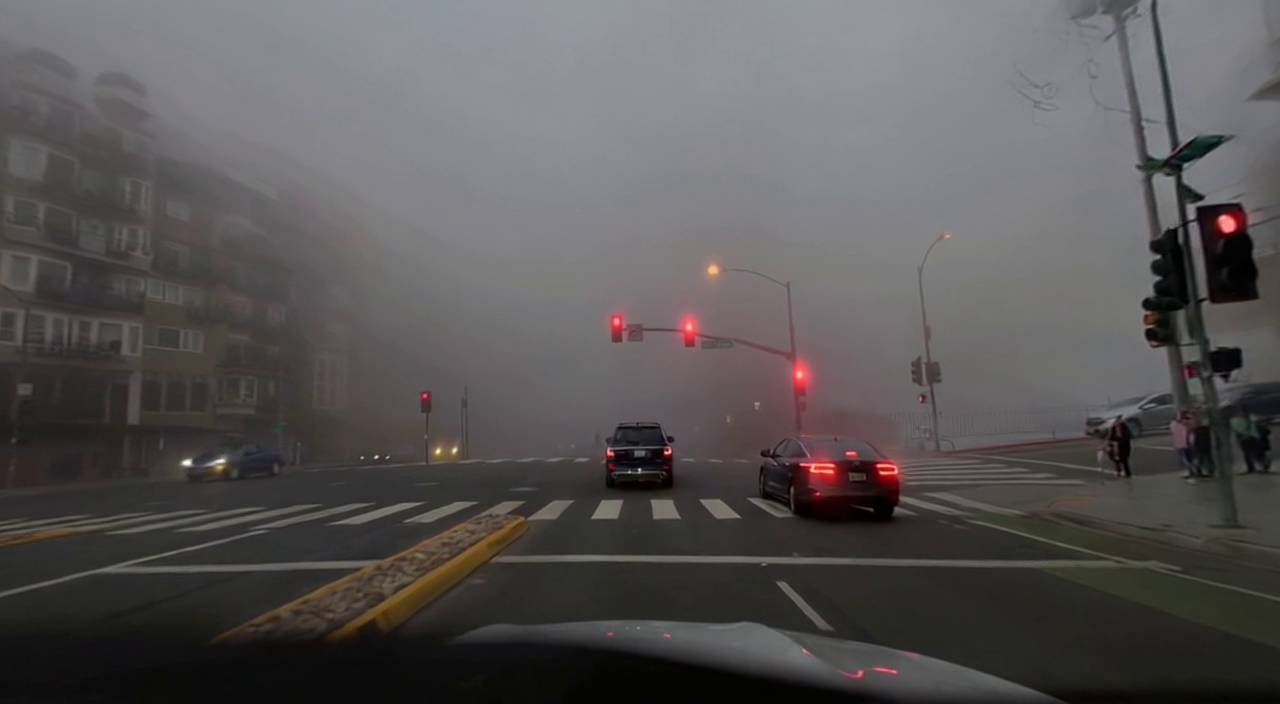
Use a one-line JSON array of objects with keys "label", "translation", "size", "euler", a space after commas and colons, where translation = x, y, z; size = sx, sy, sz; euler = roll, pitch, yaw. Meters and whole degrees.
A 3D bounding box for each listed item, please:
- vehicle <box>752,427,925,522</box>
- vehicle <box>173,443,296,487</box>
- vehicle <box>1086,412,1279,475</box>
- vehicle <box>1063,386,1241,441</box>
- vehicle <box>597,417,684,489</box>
[{"label": "vehicle", "translation": [3.691, 2.363, 12.750], "size": [1.987, 1.538, 4.510], "euler": [0, -8, 0]}, {"label": "vehicle", "translation": [-17.100, 4.756, 26.976], "size": [2.132, 1.710, 4.504], "euler": [0, -8, 2]}, {"label": "vehicle", "translation": [14.116, 2.304, 15.871], "size": [4.354, 1.466, 1.863], "euler": [0, -8, 0]}, {"label": "vehicle", "translation": [20.656, 2.512, 25.702], "size": [5.146, 1.699, 2.269], "euler": [-5, -7, 1]}, {"label": "vehicle", "translation": [0.069, 2.827, 17.839], "size": [2.168, 1.776, 4.135], "euler": [0, -8, 2]}]
